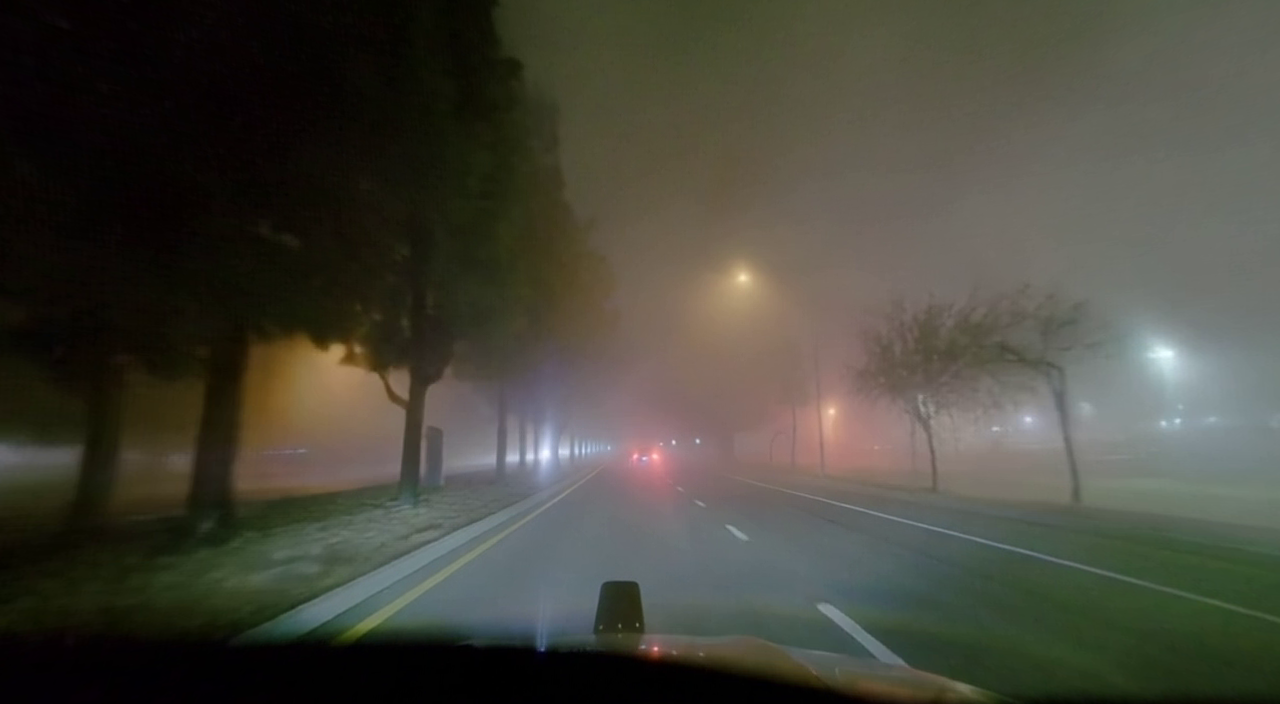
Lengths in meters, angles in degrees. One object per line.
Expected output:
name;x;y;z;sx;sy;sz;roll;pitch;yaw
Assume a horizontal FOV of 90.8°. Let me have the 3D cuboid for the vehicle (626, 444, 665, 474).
vehicle;0.250;5.998;35.653;2.048;1.584;4.393;0;-8;-2
